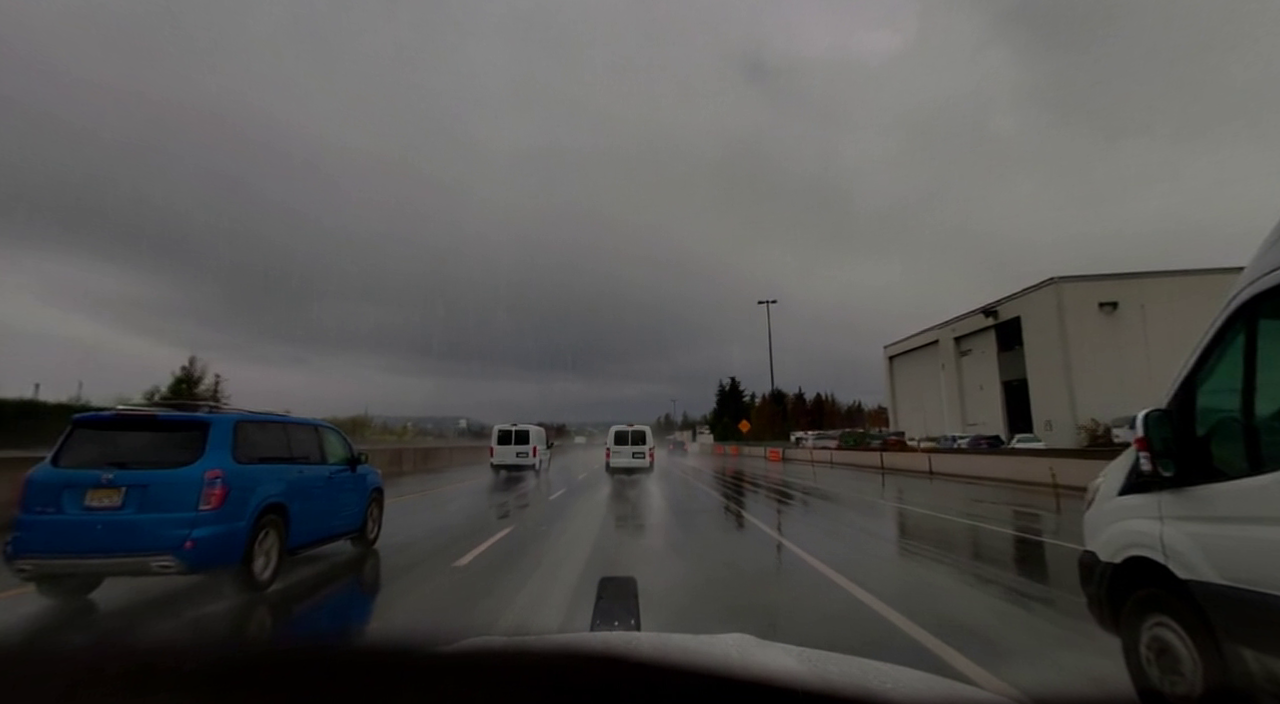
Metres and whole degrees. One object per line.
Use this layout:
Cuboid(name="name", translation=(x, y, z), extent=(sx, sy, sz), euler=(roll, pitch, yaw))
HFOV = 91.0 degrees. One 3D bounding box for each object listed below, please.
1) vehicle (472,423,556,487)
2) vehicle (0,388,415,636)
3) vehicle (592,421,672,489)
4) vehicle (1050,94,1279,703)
Cuboid(name="vehicle", translation=(-4.182, 3.502, 21.673), extent=(2.038, 1.936, 4.300), euler=(0, -8, -1))
Cuboid(name="vehicle", translation=(-4.117, 1.414, 6.593), extent=(1.972, 1.703, 4.333), euler=(0, -8, -1))
Cuboid(name="vehicle", translation=(-0.292, 3.285, 20.354), extent=(2.304, 1.925, 4.282), euler=(0, -8, -2))
Cuboid(name="vehicle", translation=(3.939, 0.018, 1.090), extent=(2.427, 2.652, 5.769), euler=(0, -8, -1))
